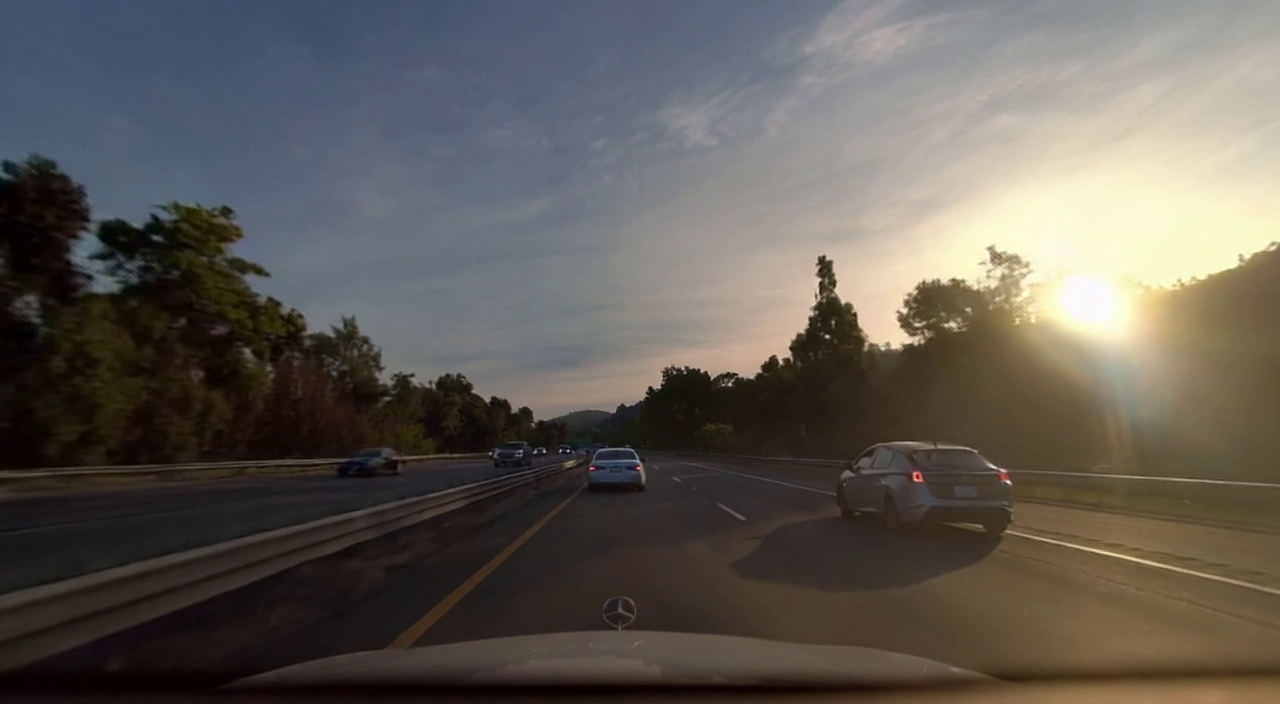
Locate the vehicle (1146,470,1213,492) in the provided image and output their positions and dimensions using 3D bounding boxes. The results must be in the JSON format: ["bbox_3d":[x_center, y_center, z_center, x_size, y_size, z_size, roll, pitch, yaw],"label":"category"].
[{"bbox_3d":[42.015,10.021,48.937,1.775,1.512,3.972,-1,-9,3],"label":"vehicle"}]

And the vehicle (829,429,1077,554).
[{"bbox_3d":[4.517,2.053,9.814,1.910,1.554,3.718,0,-9,-1],"label":"vehicle"}]

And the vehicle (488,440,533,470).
[{"bbox_3d":[-8.863,7.125,43.352,2.126,1.921,5.104,0,-9,-1],"label":"vehicle"}]

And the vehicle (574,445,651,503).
[{"bbox_3d":[-0.745,3.529,18.585,2.013,1.479,4.169,0,-9,-1],"label":"vehicle"}]

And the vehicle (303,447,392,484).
[{"bbox_3d":[-12.691,4.934,27.538,1.919,1.502,4.134,0,-9,-1],"label":"vehicle"}]
